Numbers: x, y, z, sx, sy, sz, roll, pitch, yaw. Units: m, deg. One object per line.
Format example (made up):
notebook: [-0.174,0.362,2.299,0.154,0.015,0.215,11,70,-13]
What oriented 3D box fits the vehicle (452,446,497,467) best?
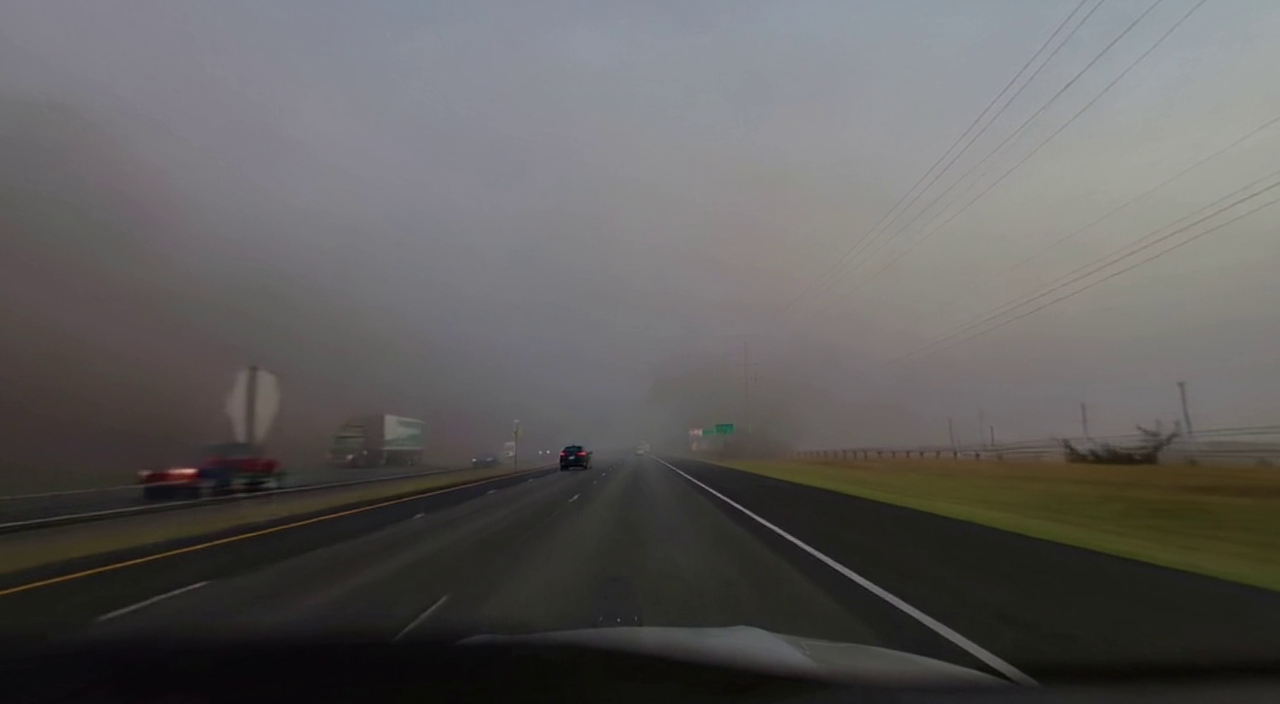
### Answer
vehicle: [-12.382,7.855,47.247,2.162,1.491,4.265,0,-9,1]

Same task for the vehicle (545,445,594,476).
vehicle: [-3.722,5.801,33.816,2.123,1.545,4.404,0,-9,0]

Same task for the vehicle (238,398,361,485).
vehicle: [-17.081,4.596,32.034,2.960,3.980,5.841,0,-9,-1]

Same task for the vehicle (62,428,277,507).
vehicle: [-12.334,3.049,16.973,2.144,1.816,4.673,0,-9,0]
